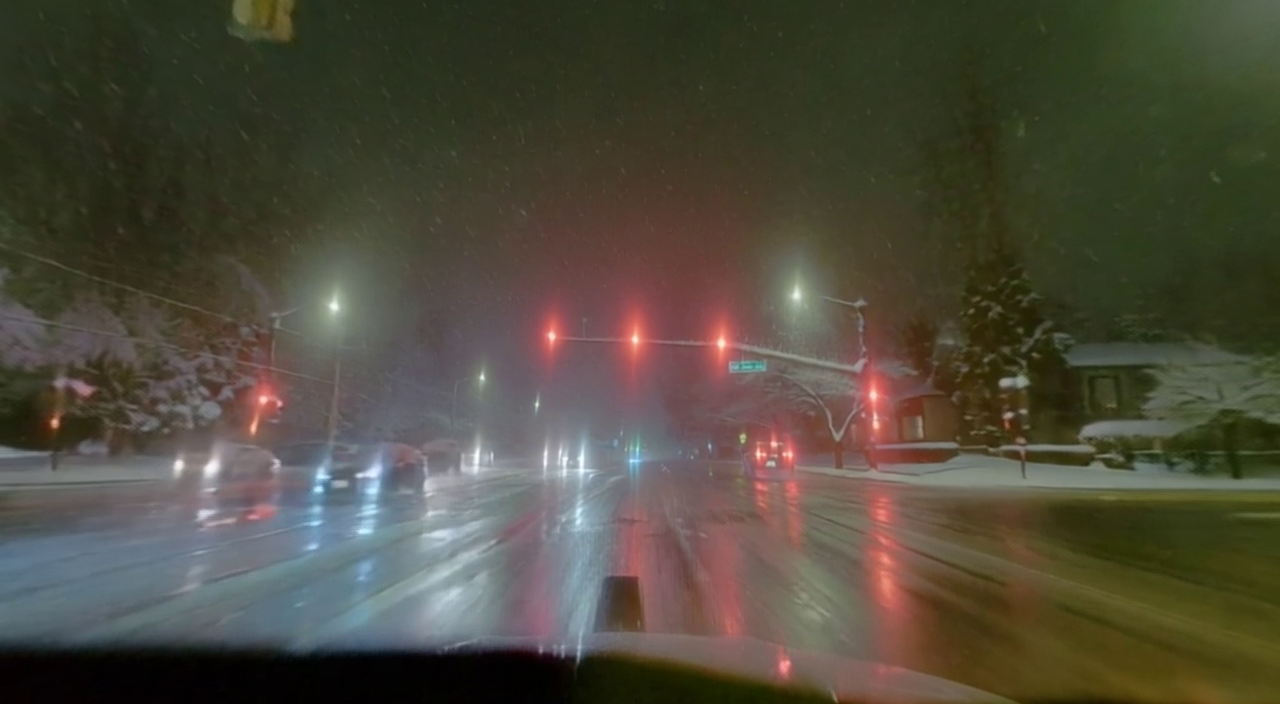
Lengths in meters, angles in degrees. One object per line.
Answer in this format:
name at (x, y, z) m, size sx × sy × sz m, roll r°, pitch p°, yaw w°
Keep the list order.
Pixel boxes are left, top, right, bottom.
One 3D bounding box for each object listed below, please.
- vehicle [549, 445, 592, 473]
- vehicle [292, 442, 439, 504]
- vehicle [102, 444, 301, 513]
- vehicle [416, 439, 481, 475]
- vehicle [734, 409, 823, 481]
vehicle at (-4.076, 6.317, 37.434) m, size 2.003 × 1.539 × 4.396 m, roll -1°, pitch -8°, yaw 1°
vehicle at (-7.539, 3.348, 17.921) m, size 1.991 × 1.506 × 4.659 m, roll 0°, pitch -9°, yaw 1°
vehicle at (-11.113, 3.196, 16.469) m, size 2.018 × 1.519 × 4.360 m, roll 0°, pitch -9°, yaw 0°
vehicle at (-10.633, 5.889, 35.419) m, size 2.072 × 1.841 × 4.737 m, roll 0°, pitch -9°, yaw 1°
vehicle at (6.832, 4.773, 32.230) m, size 2.802 × 3.208 × 7.459 m, roll 0°, pitch -9°, yaw 0°
